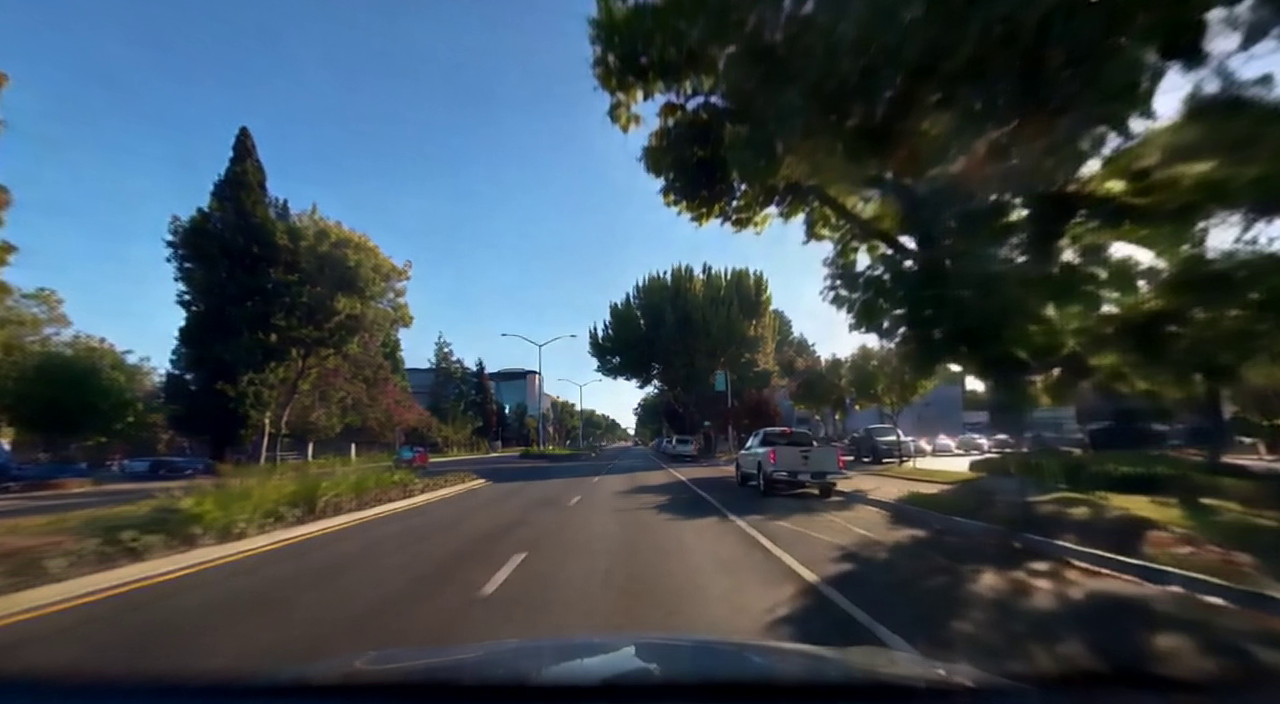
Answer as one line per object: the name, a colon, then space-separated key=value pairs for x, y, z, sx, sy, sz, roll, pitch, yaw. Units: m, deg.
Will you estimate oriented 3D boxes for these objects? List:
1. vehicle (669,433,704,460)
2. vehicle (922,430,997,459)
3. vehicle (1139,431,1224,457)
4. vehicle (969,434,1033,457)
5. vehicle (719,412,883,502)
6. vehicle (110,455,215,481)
vehicle: x=3.311 y=6.858 z=45.762 sx=2.144 sy=1.848 sz=4.159 roll=0 pitch=-8 yaw=-1
vehicle: x=22.310 y=6.500 z=44.342 sx=2.313 sy=1.900 sz=5.397 roll=1 pitch=-9 yaw=-1
vehicle: x=38.345 y=6.518 z=44.798 sx=1.870 sy=1.514 sz=4.544 roll=-6 pitch=-7 yaw=-1
vehicle: x=25.272 y=6.590 z=44.298 sx=1.896 sy=1.538 sz=4.080 roll=0 pitch=-9 yaw=-2
vehicle: x=3.784 y=2.622 z=16.217 sx=2.493 sy=1.896 sz=5.433 roll=0 pitch=-8 yaw=-4
vehicle: x=-29.171 y=7.090 z=38.652 sx=4.719 sy=1.433 sz=1.995 roll=1 pitch=-8 yaw=-5
